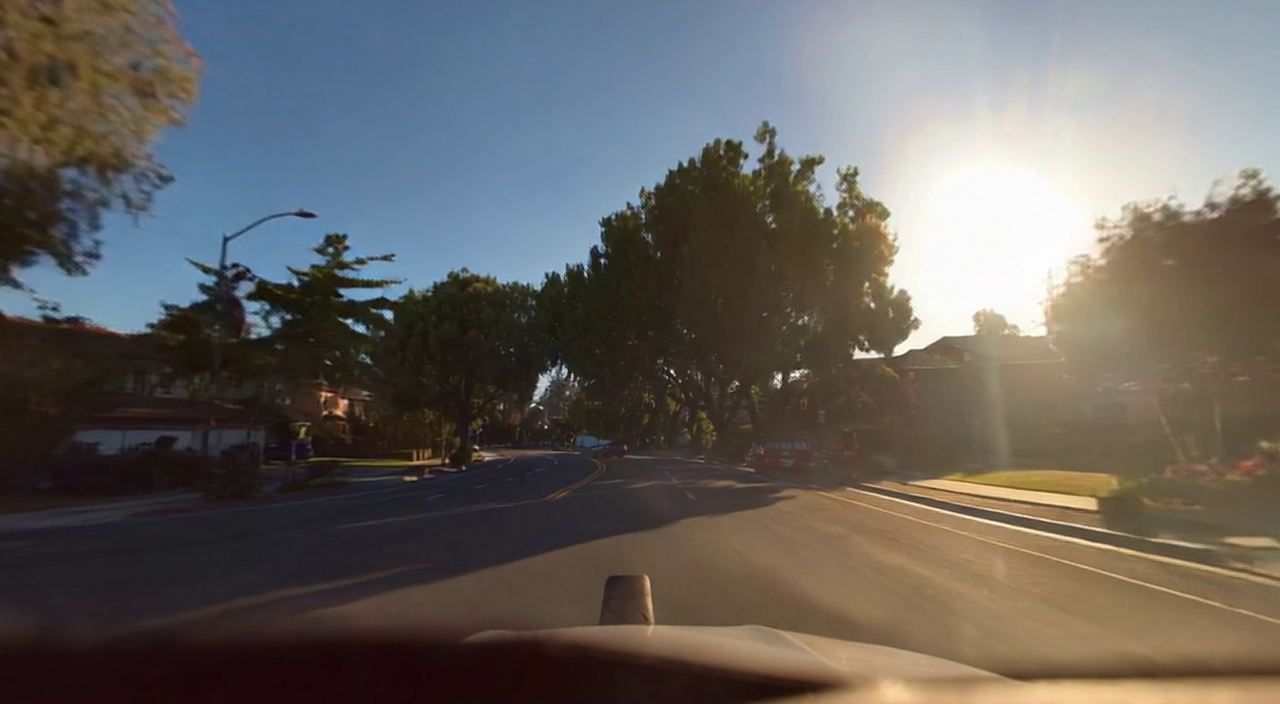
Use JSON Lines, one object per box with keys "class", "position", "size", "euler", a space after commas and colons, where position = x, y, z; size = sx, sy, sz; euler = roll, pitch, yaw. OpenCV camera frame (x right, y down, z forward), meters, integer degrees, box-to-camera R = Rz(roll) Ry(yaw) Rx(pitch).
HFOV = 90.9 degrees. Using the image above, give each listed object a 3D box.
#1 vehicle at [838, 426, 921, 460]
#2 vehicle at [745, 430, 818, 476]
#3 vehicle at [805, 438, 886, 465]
{"class": "vehicle", "position": [15.890, 6.034, 42.281], "size": [2.205, 1.995, 5.543], "euler": [-1, -6, -16]}
{"class": "vehicle", "position": [6.842, 4.952, 31.259], "size": [2.348, 1.986, 6.289], "euler": [0, -8, 2]}
{"class": "vehicle", "position": [12.564, 6.100, 38.566], "size": [4.508, 1.462, 1.721], "euler": [4, -10, -17]}
